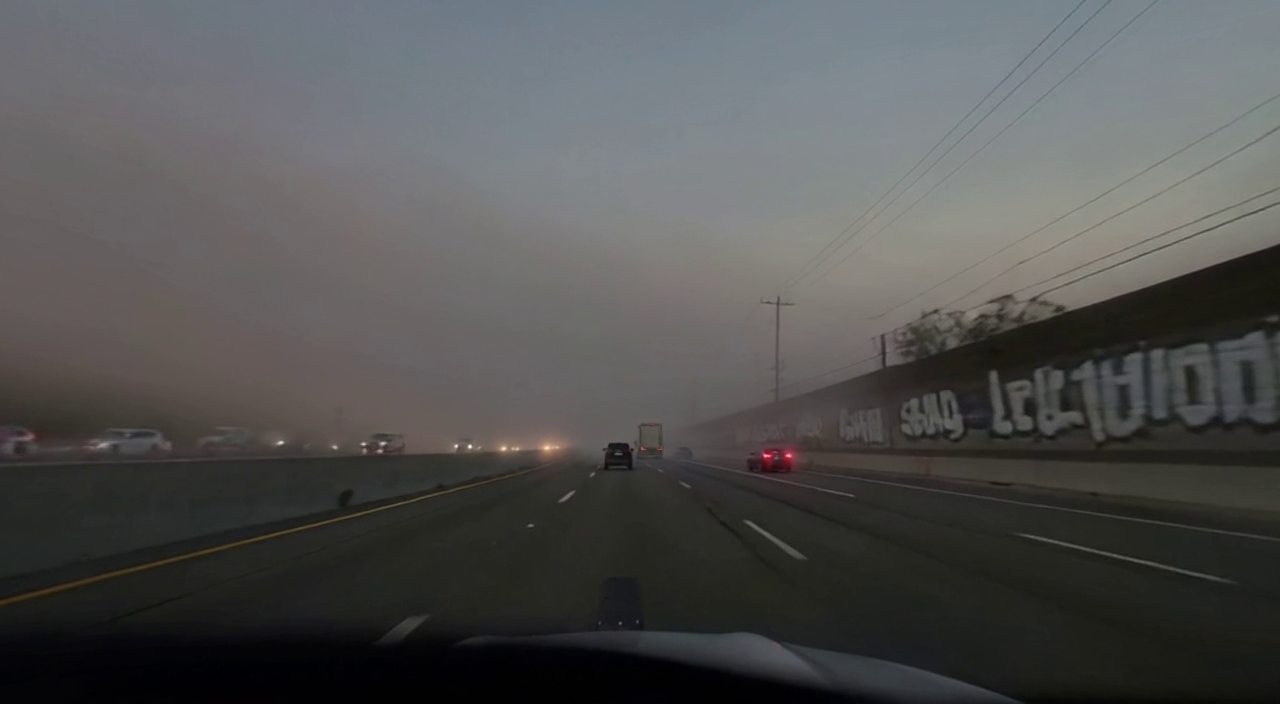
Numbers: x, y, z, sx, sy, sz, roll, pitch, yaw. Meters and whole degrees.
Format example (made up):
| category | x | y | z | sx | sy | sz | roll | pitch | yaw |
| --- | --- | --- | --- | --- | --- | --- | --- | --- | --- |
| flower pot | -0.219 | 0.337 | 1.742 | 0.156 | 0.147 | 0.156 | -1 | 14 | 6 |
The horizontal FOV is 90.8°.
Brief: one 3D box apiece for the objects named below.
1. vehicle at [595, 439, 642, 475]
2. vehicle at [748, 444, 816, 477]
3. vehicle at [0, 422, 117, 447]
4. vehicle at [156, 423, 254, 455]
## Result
| category | x | y | z | sx | sy | sz | roll | pitch | yaw |
| --- | --- | --- | --- | --- | --- | --- | --- | --- | --- |
| vehicle | -1.053 | 5.220 | 31.481 | 2.191 | 1.685 | 3.353 | 0 | -9 | -2 |
| vehicle | 6.797 | 5.250 | 30.831 | 2.018 | 1.451 | 4.762 | 0 | -9 | -2 |
| vehicle | -30.719 | 4.366 | 33.258 | 4.589 | 1.209 | 2.187 | 5 | -10 | -32 |
| vehicle | -31.592 | 6.352 | 45.965 | 5.594 | 2.183 | 2.388 | 6 | -11 | -36 |
